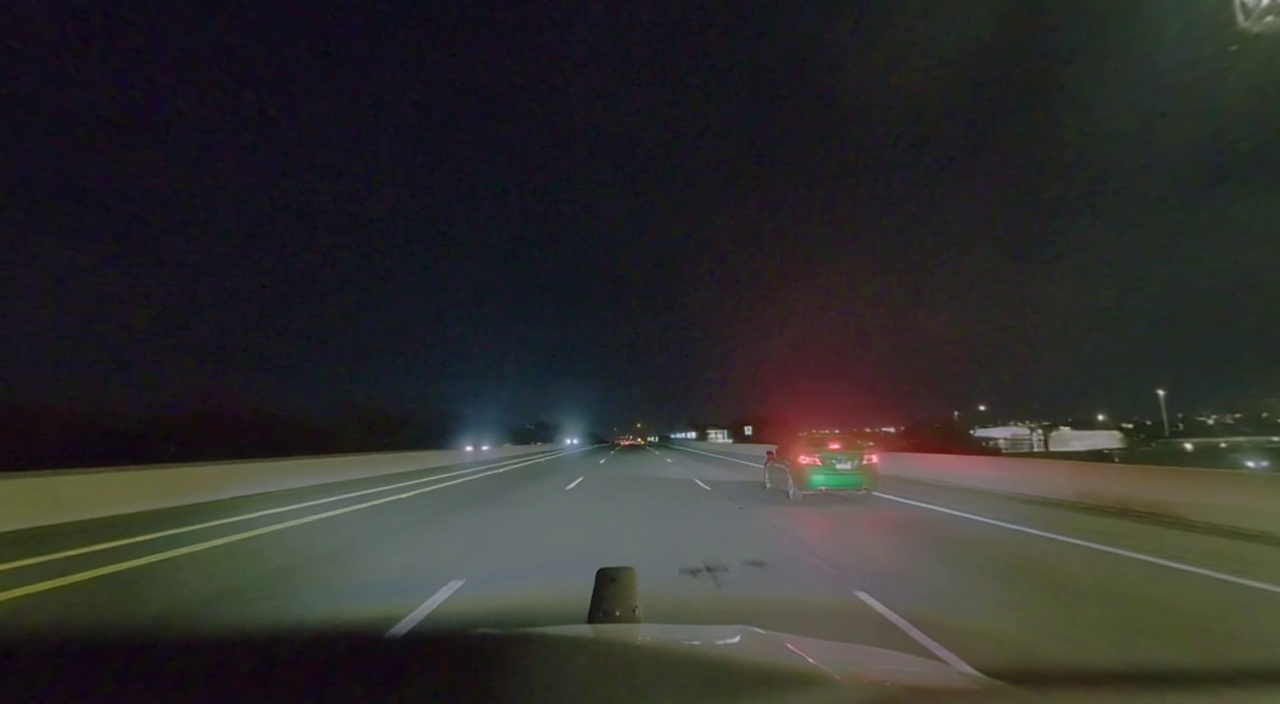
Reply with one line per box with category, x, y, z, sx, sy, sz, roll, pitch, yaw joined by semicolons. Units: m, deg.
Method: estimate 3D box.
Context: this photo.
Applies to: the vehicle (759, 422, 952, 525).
vehicle;3.533;2.042;11.208;1.946;1.481;3.969;0;-8;-1
